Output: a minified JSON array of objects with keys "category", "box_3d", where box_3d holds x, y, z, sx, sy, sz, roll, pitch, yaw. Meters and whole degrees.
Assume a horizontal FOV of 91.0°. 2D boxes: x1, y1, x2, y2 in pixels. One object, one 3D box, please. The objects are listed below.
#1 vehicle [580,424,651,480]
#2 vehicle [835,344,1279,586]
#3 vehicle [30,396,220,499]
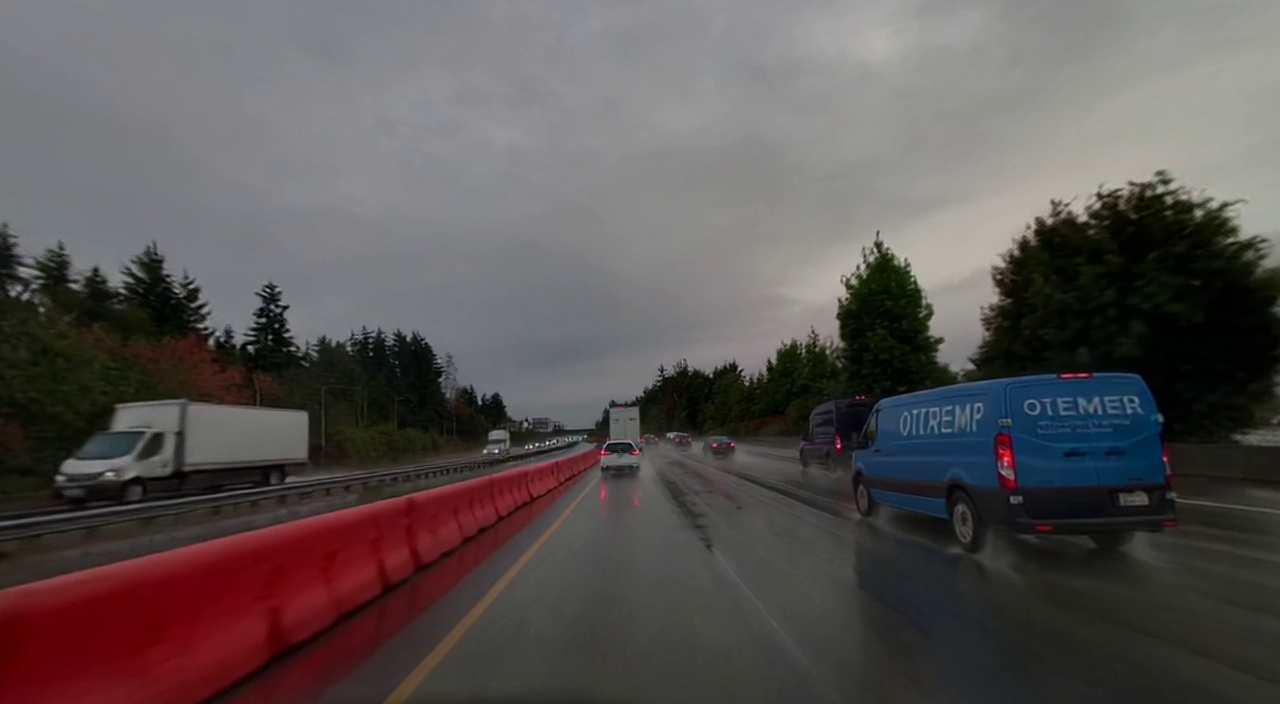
[{"category":"vehicle","box_3d":[-0.769,3.240,20.558,2.100,1.636,3.620,0,-8,-1]},{"category":"vehicle","box_3d":[4.466,1.279,7.871,2.223,2.008,5.121,0,-8,-2]},{"category":"vehicle","box_3d":[-21.679,4.054,27.055,2.977,3.918,5.877,0,-8,0]}]
